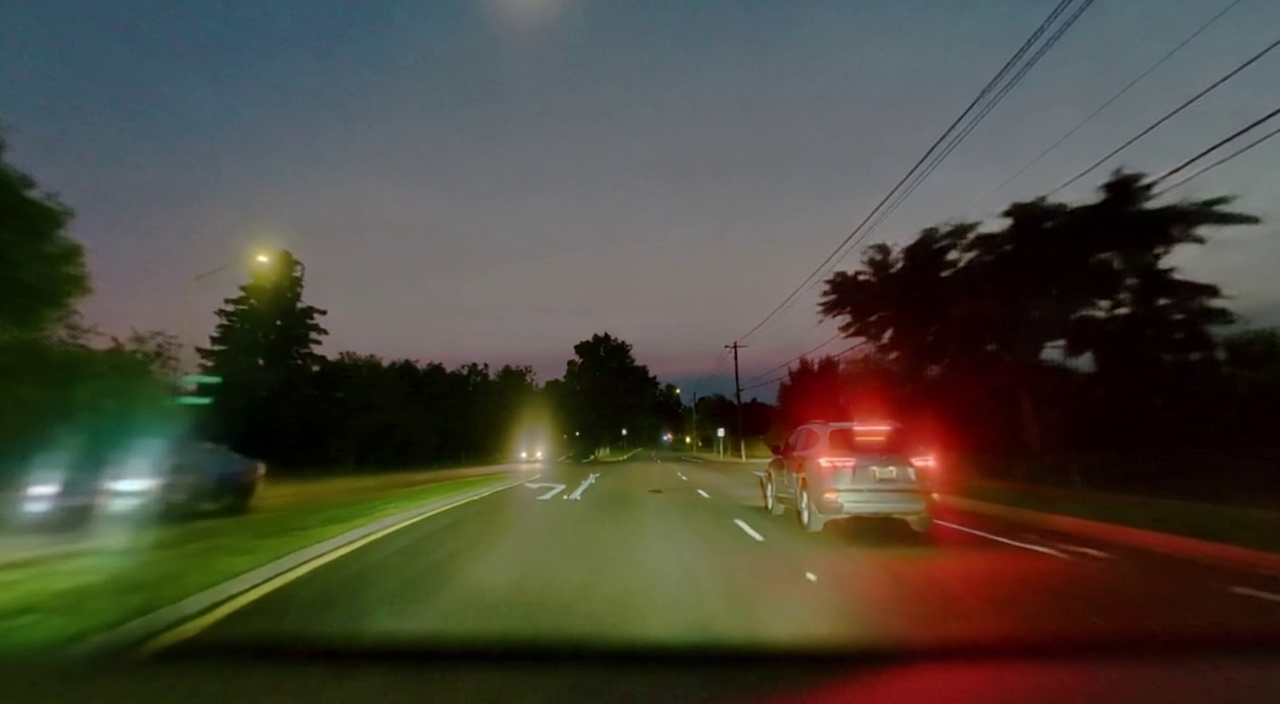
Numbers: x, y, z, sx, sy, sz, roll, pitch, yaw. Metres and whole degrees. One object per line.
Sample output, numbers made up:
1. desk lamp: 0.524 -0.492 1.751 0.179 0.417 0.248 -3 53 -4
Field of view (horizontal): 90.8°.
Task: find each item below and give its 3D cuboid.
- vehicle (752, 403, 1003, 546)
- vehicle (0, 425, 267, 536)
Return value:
1. vehicle: 3.428 1.901 10.405 2.193 1.777 4.772 0 -9 -1
2. vehicle: -9.879 2.408 12.486 2.075 1.739 4.864 0 -9 -1
